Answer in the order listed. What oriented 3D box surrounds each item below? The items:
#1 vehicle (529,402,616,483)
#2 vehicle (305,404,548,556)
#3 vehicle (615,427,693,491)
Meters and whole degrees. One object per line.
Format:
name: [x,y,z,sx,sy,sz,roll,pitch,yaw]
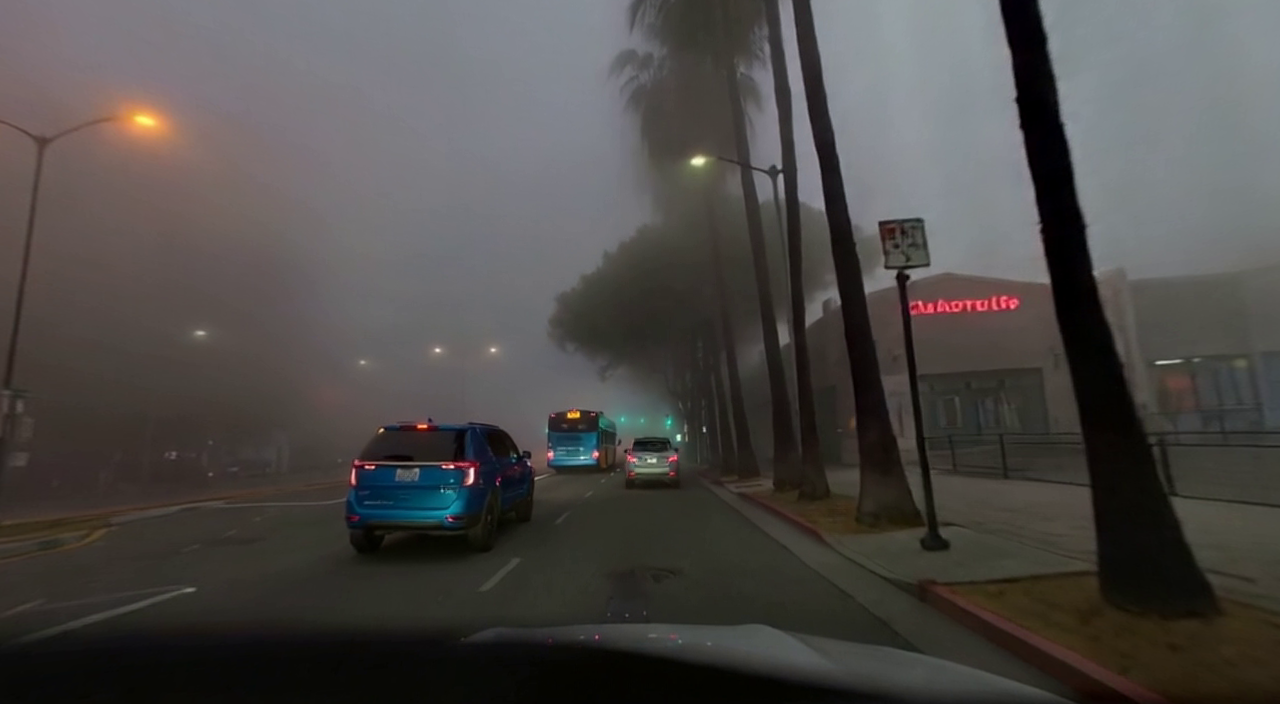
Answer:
vehicle: [-2.714,4.049,28.200,2.775,3.064,8.297,-1,-8,2]
vehicle: [-2.894,1.868,9.906,2.124,1.799,4.587,0,-8,1]
vehicle: [0.385,3.229,19.271,2.120,1.727,3.917,0,-8,0]
